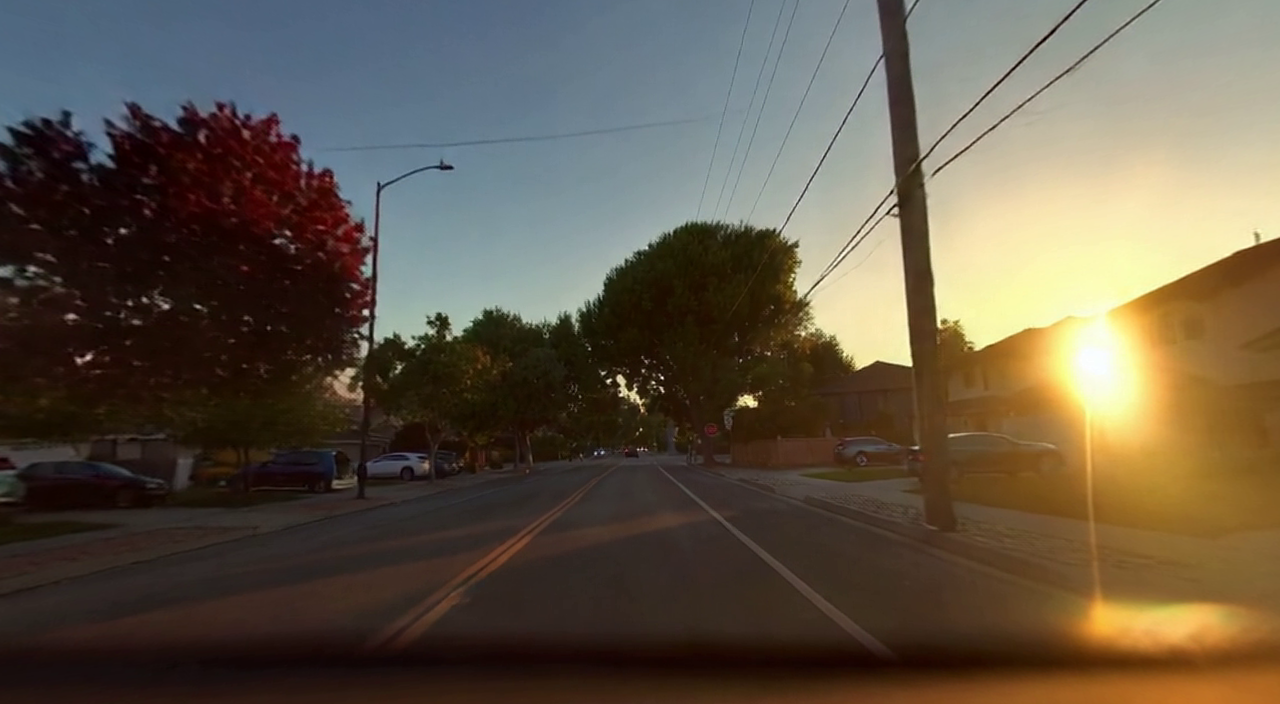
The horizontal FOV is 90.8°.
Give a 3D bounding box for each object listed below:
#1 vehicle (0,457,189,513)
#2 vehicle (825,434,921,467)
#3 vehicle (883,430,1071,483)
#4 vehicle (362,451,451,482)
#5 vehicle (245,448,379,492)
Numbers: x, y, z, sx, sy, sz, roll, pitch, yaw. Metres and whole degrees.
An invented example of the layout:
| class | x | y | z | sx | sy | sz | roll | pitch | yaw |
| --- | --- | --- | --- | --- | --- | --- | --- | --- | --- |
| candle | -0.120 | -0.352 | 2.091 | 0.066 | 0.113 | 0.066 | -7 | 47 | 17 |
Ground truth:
| class | x | y | z | sx | sy | sz | roll | pitch | yaw |
| --- | --- | --- | --- | --- | --- | --- | --- | --- | --- |
| vehicle | -16.482 | 3.925 | 18.942 | 4.199 | 1.510 | 2.058 | 1 | -9 | -10 |
| vehicle | 13.025 | 5.499 | 35.390 | 4.653 | 1.775 | 1.906 | 2 | -9 | -11 |
| vehicle | 10.643 | 3.303 | 20.162 | 4.908 | 1.537 | 2.065 | 1 | -9 | -8 |
| vehicle | -12.347 | 6.100 | 33.656 | 3.927 | 1.560 | 2.049 | 0 | -9 | 0 |
| vehicle | -12.965 | 4.661 | 25.226 | 4.207 | 1.648 | 1.956 | 1 | -9 | -6 |
